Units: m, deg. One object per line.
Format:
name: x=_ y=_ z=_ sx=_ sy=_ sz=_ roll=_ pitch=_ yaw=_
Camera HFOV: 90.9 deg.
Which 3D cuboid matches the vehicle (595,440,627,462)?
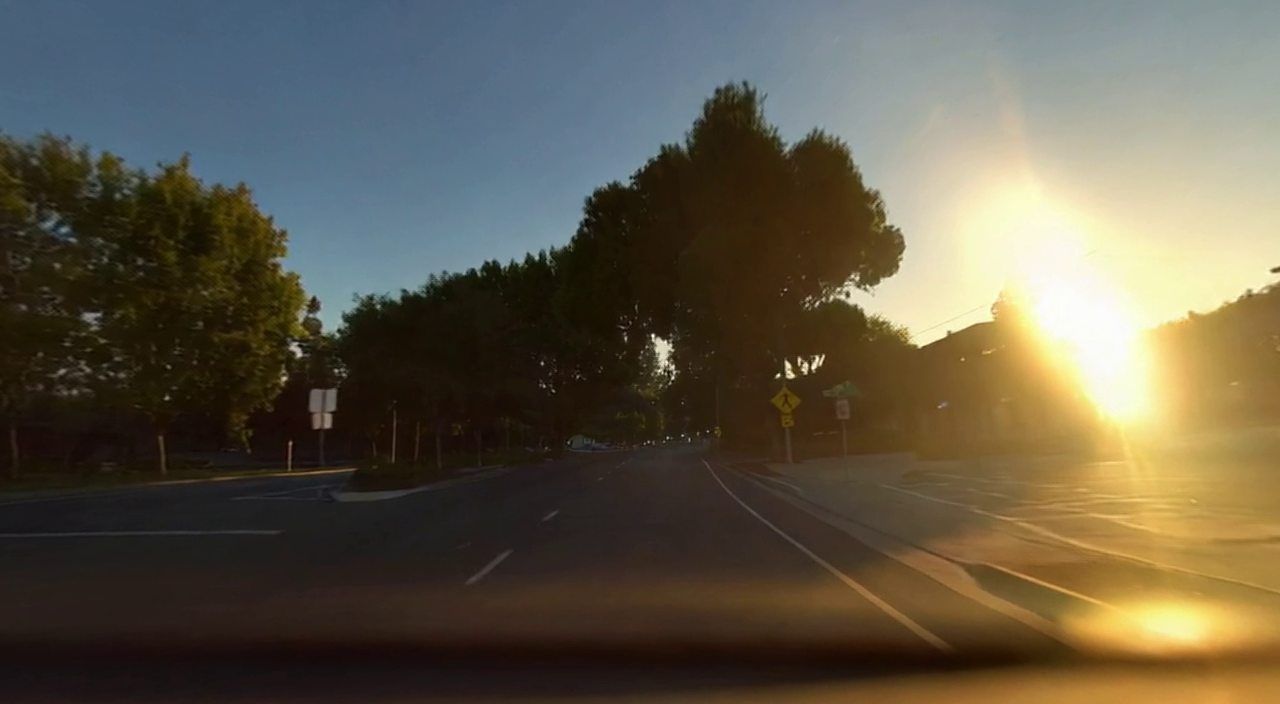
vehicle: x=-2.233 y=7.834 z=49.922 sx=2.173 sy=1.694 sz=4.335 roll=0 pitch=-9 yaw=2
